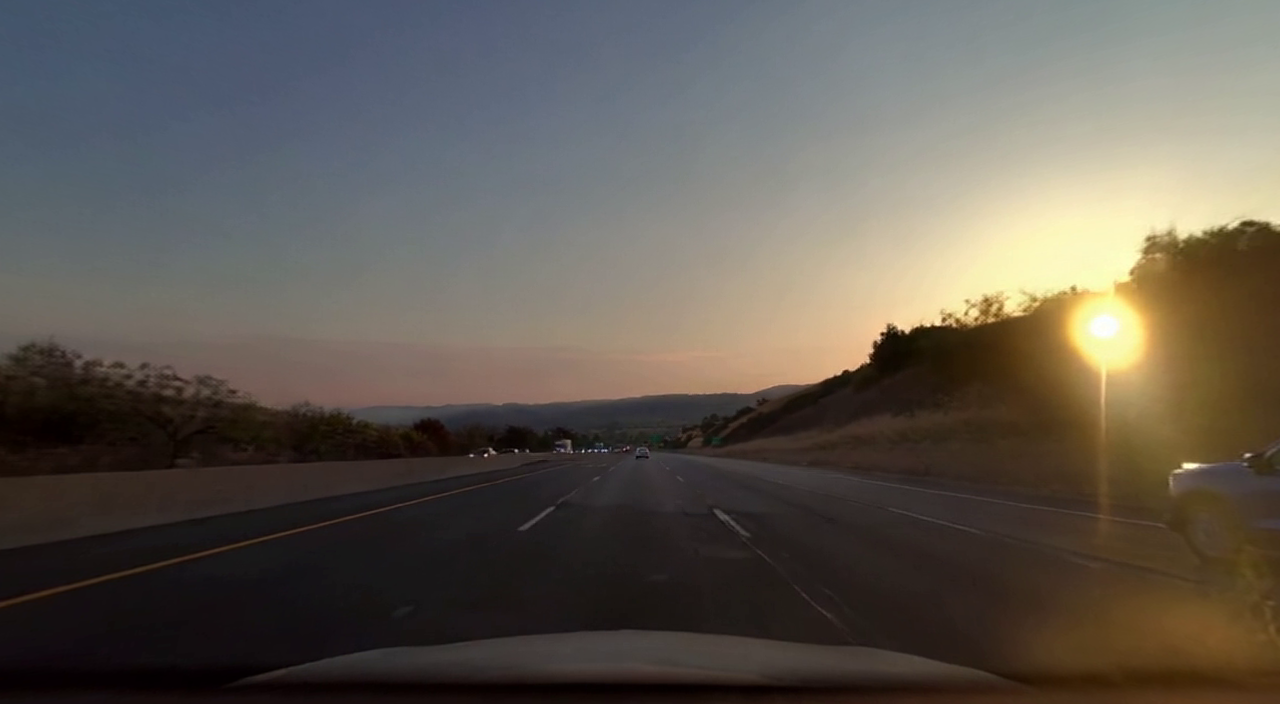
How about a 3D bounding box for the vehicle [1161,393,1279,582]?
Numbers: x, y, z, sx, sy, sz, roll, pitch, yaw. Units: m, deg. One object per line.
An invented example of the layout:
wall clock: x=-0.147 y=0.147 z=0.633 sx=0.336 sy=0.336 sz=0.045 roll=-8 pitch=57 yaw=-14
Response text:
vehicle: x=7.404 y=1.153 z=4.969 sx=2.186 sy=1.848 sz=5.136 roll=0 pitch=-9 yaw=1
